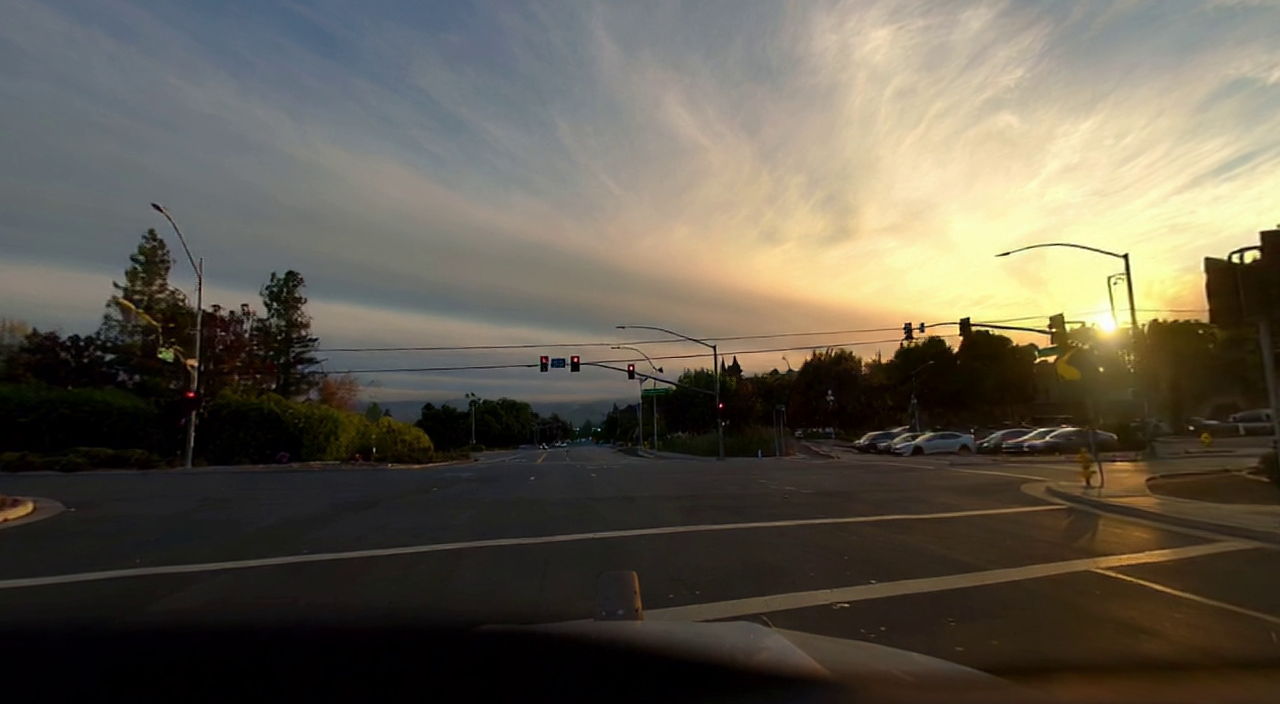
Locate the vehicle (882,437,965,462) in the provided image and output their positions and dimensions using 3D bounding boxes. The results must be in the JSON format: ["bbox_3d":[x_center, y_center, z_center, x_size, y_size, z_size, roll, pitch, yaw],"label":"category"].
[{"bbox_3d":[18.694,6.425,41.621,5.234,1.549,1.982,4,-9,-24],"label":"vehicle"}]

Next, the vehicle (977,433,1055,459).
[{"bbox_3d":[26.958,6.733,45.263,5.032,1.828,2.183,4,-9,-24],"label":"vehicle"}]

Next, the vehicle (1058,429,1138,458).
[{"bbox_3d":[36.104,7.210,49.747,6.148,2.119,2.473,4,-10,-28],"label":"vehicle"}]
